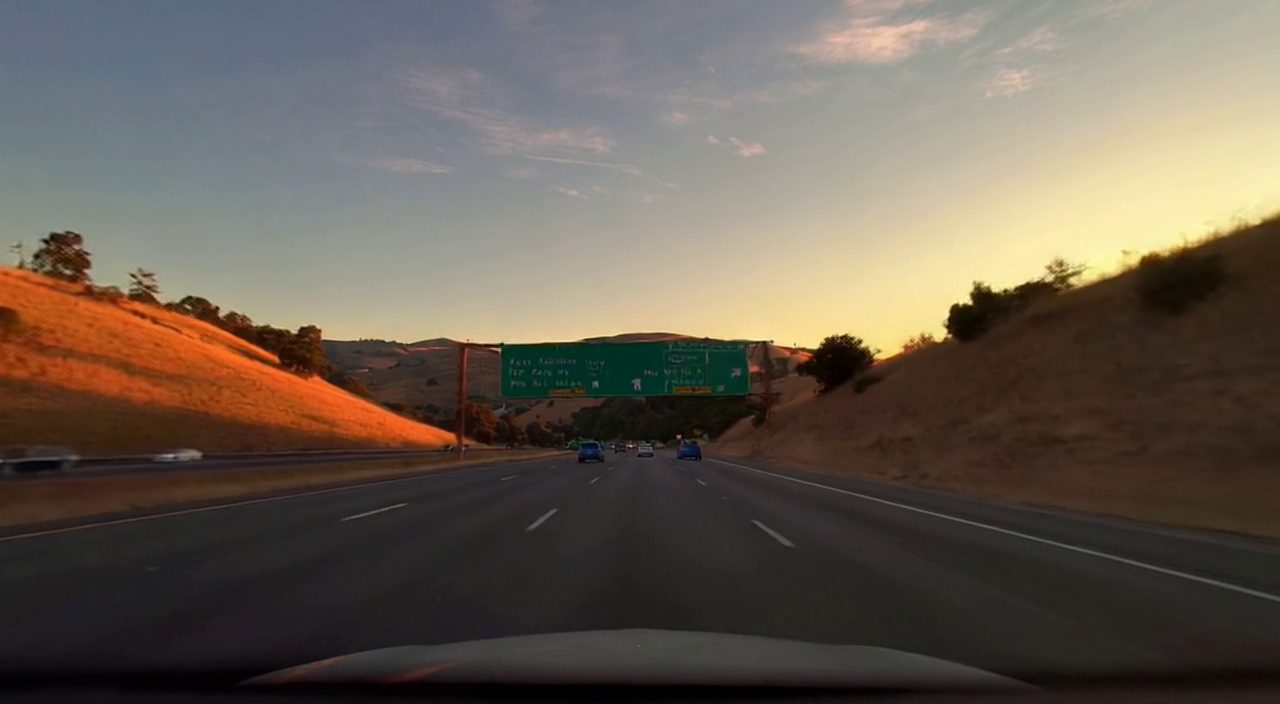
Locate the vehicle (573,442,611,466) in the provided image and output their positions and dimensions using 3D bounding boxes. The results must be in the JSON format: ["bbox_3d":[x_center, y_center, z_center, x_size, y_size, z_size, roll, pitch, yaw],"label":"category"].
[{"bbox_3d":[-3.244,7.027,43.770,2.159,1.562,4.441,0,-8,1],"label":"vehicle"}]

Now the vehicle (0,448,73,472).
[{"bbox_3d":[-38.870,6.757,39.684,1.922,1.371,4.805,0,-8,0],"label":"vehicle"}]
